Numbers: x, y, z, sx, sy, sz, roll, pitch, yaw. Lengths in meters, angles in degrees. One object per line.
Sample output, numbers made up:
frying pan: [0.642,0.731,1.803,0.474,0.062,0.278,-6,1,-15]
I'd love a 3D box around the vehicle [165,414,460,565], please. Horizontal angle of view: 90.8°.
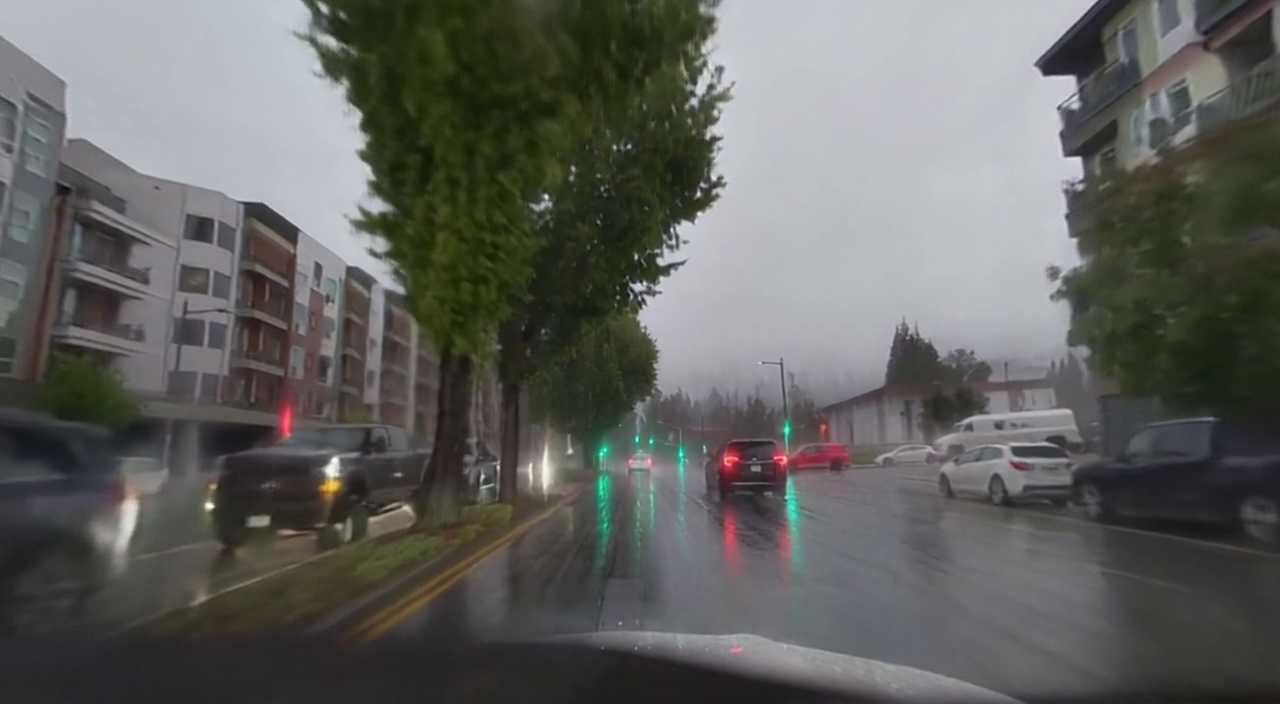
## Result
vehicle: [-4.854,2.108,10.666,2.009,1.837,5.590,0,-8,0]

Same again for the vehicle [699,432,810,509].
vehicle: [3.037,3.270,17.966,2.129,1.844,4.767,0,-8,-2]

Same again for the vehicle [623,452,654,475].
vehicle: [-0.154,7.868,44.685,2.059,1.492,4.033,0,-8,-2]

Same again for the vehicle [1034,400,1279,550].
vehicle: [9.046,1.907,10.290,1.935,1.875,5.051,0,-9,0]

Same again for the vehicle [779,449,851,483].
vehicle: [8.708,5.703,31.972,1.940,1.512,5.129,0,-8,-3]

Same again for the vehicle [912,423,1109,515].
vehicle: [8.952,2.852,15.930,1.939,1.927,4.833,0,-8,-1]

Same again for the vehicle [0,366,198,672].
vehicle: [-4.961,0.885,2.952,2.275,1.816,4.923,0,-8,-1]
